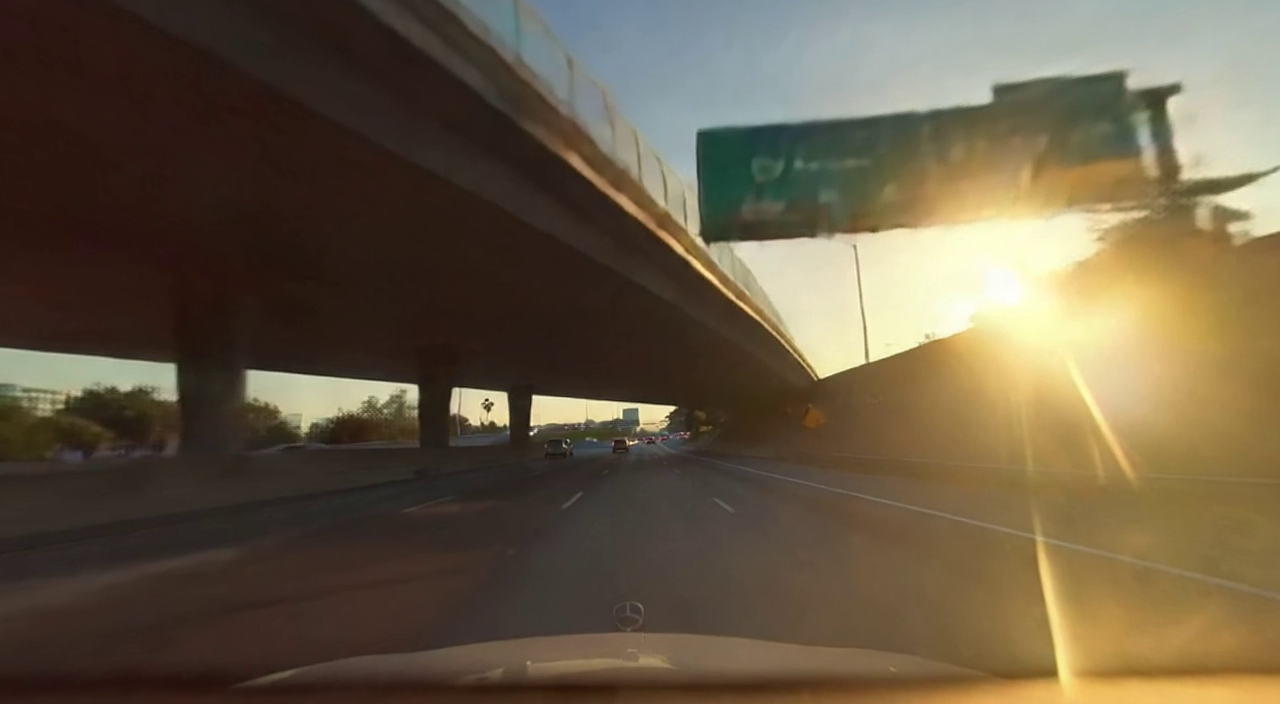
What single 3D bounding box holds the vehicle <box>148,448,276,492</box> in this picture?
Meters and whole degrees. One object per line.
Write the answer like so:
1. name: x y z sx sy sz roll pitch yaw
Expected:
1. vehicle: -16.321 4.484 24.345 1.854 1.472 4.283 -1 -8 1
